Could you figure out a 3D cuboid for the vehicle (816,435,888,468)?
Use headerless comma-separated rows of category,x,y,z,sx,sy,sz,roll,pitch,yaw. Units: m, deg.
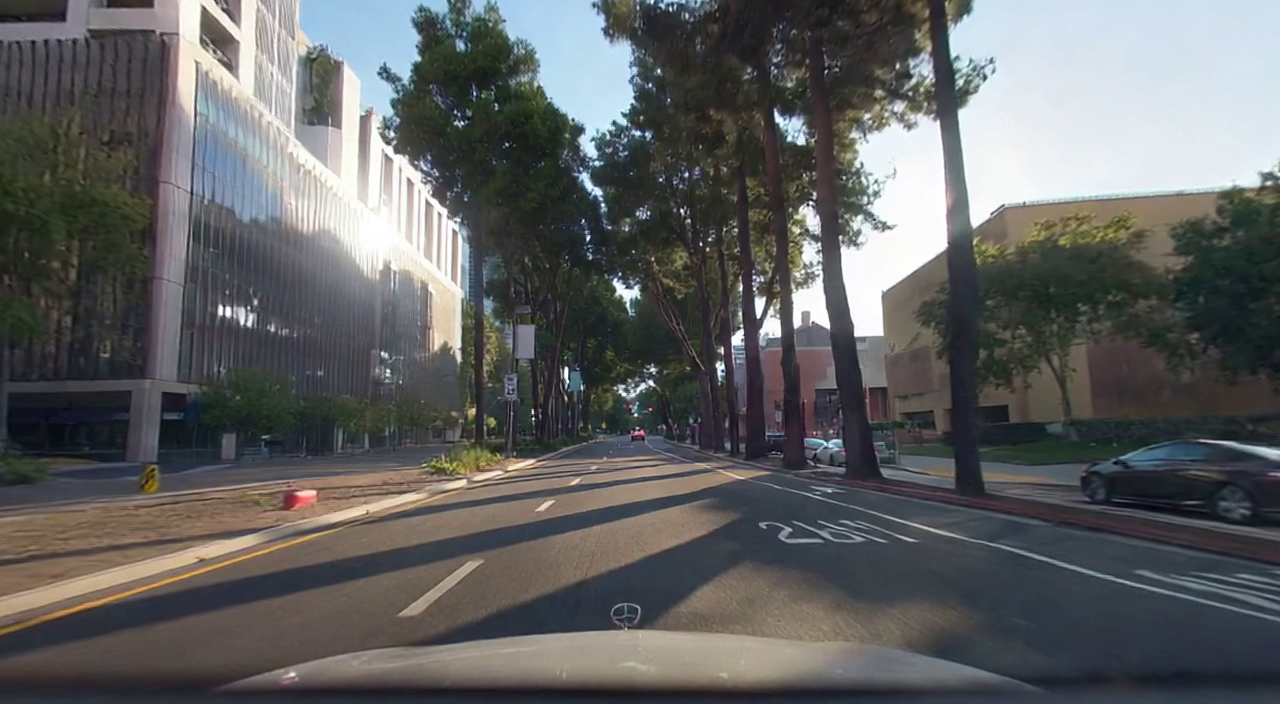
vehicle,10.595,5.005,31.881,1.927,1.489,4.532,0,-9,-2

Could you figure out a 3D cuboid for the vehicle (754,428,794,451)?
vehicle,10.317,6.841,49.066,1.947,1.716,4.861,0,-9,-1

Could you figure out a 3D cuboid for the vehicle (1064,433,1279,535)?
vehicle,10.544,2.323,11.761,1.911,1.533,4.670,0,-9,-2
